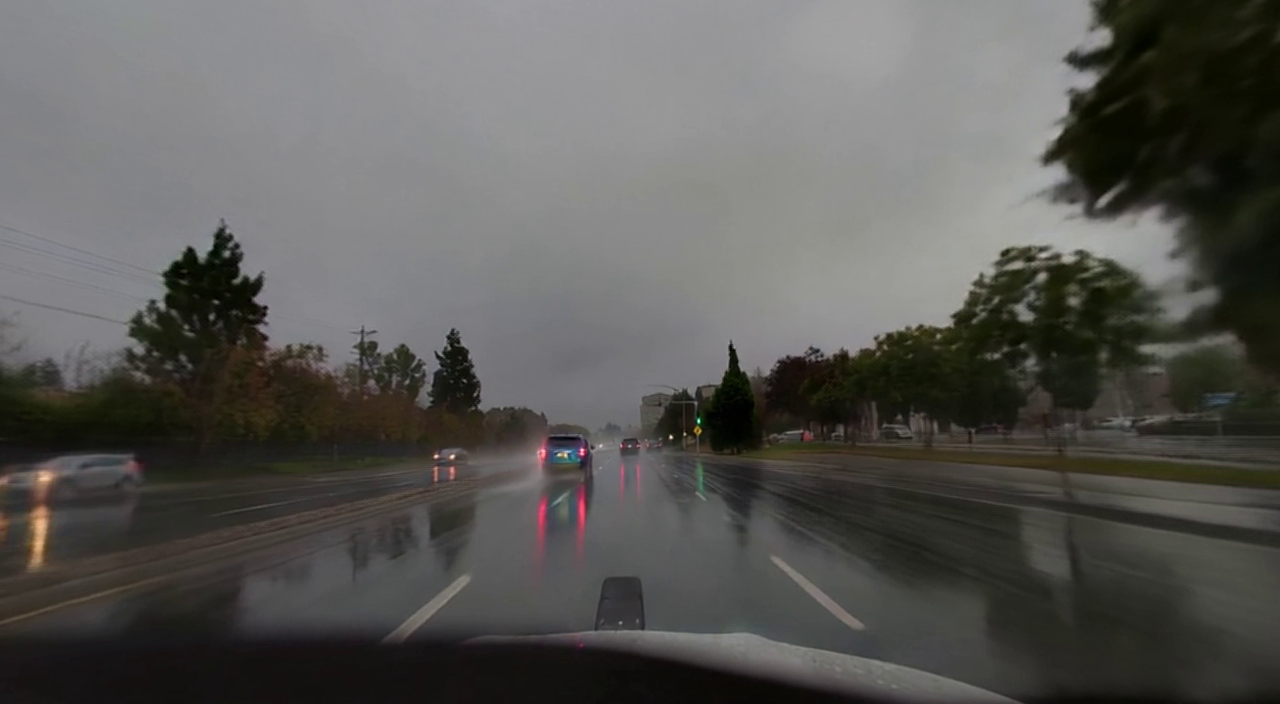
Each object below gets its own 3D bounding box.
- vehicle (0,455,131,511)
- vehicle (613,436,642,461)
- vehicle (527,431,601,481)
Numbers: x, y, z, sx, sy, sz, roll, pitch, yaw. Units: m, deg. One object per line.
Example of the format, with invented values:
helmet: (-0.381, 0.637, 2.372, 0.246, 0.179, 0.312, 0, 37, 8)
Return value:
vehicle: (-19.743, 4.314, 21.198, 1.902, 1.625, 4.095, 0, -9, -1)
vehicle: (-0.954, 7.369, 48.099, 2.077, 1.773, 4.257, 0, -9, -1)
vehicle: (-2.767, 3.939, 24.074, 2.174, 1.703, 4.231, -1, -9, 2)
